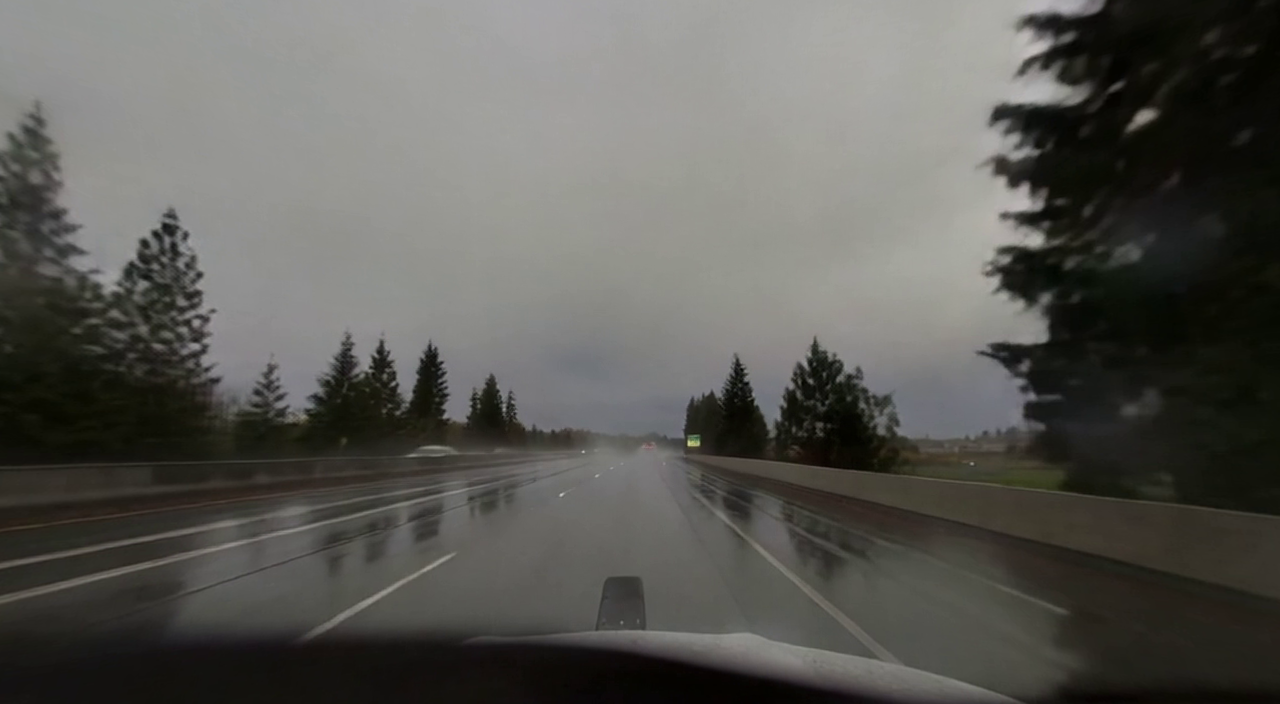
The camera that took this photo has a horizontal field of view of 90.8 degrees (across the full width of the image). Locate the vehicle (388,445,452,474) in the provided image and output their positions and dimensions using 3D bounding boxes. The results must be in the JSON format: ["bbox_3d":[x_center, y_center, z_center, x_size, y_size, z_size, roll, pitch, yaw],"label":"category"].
[{"bbox_3d":[-13.103,6.431,37.850,2.080,1.583,4.614,0,-9,1],"label":"vehicle"}]
